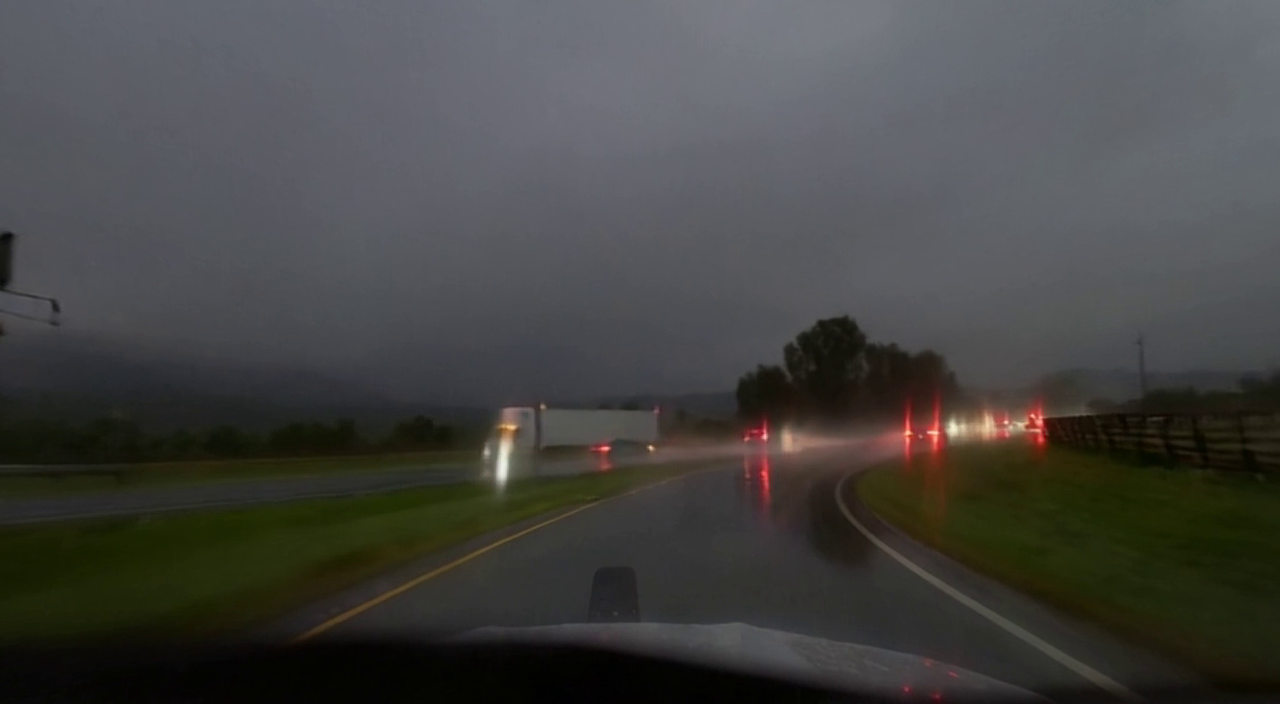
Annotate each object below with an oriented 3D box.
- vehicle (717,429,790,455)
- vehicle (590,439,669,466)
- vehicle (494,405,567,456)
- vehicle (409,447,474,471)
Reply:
[{"bbox_3d":[7.309,5.747,40.286,4.843,1.579,2.135,7,-11,-44],"label":"vehicle"},{"bbox_3d":[-0.558,6.086,38.329,4.819,1.496,1.923,8,-11,-44],"label":"vehicle"},{"bbox_3d":[-8.521,6.184,49.225,2.985,3.697,4.762,-8,-11,43],"label":"vehicle"},{"bbox_3d":[-12.361,6.655,39.289,1.596,1.339,3.465,-8,-11,43],"label":"vehicle"}]
